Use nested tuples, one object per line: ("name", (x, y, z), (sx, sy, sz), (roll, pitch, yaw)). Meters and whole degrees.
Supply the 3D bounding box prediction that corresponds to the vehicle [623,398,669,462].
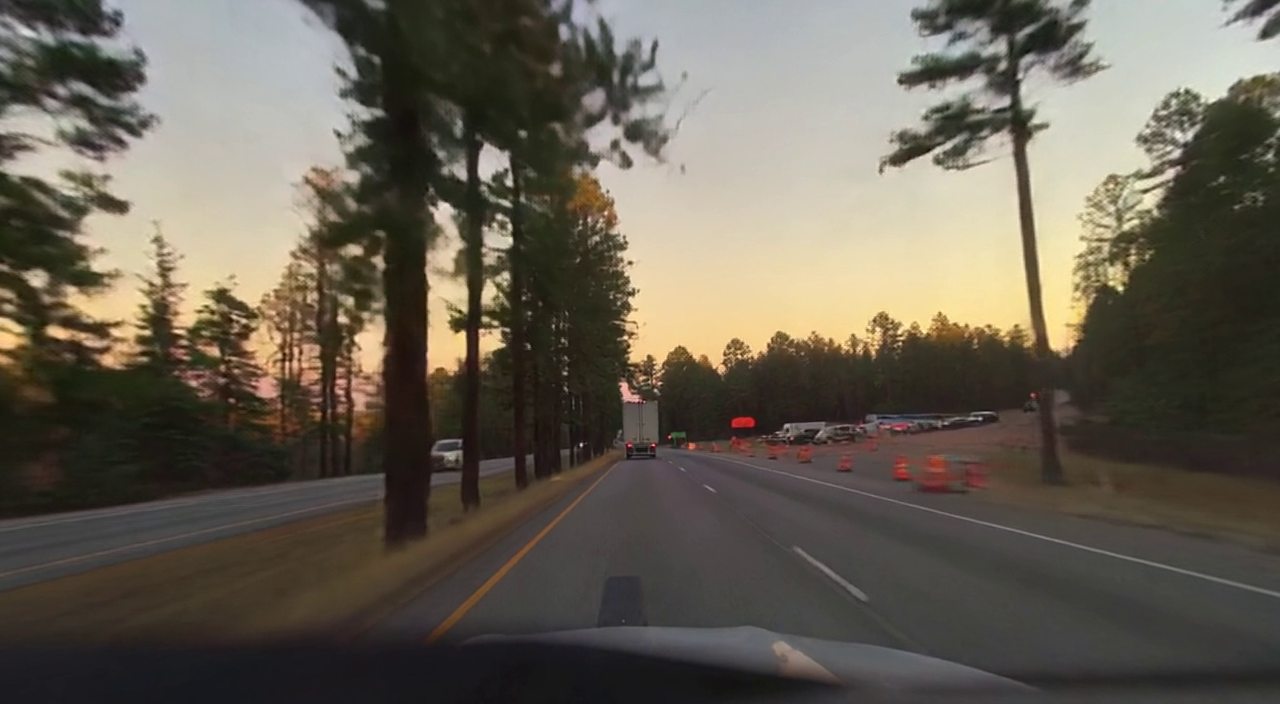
("vehicle", (0.239, 5.761, 45.864), (2.935, 4.068, 11.036), (0, -8, -1))
